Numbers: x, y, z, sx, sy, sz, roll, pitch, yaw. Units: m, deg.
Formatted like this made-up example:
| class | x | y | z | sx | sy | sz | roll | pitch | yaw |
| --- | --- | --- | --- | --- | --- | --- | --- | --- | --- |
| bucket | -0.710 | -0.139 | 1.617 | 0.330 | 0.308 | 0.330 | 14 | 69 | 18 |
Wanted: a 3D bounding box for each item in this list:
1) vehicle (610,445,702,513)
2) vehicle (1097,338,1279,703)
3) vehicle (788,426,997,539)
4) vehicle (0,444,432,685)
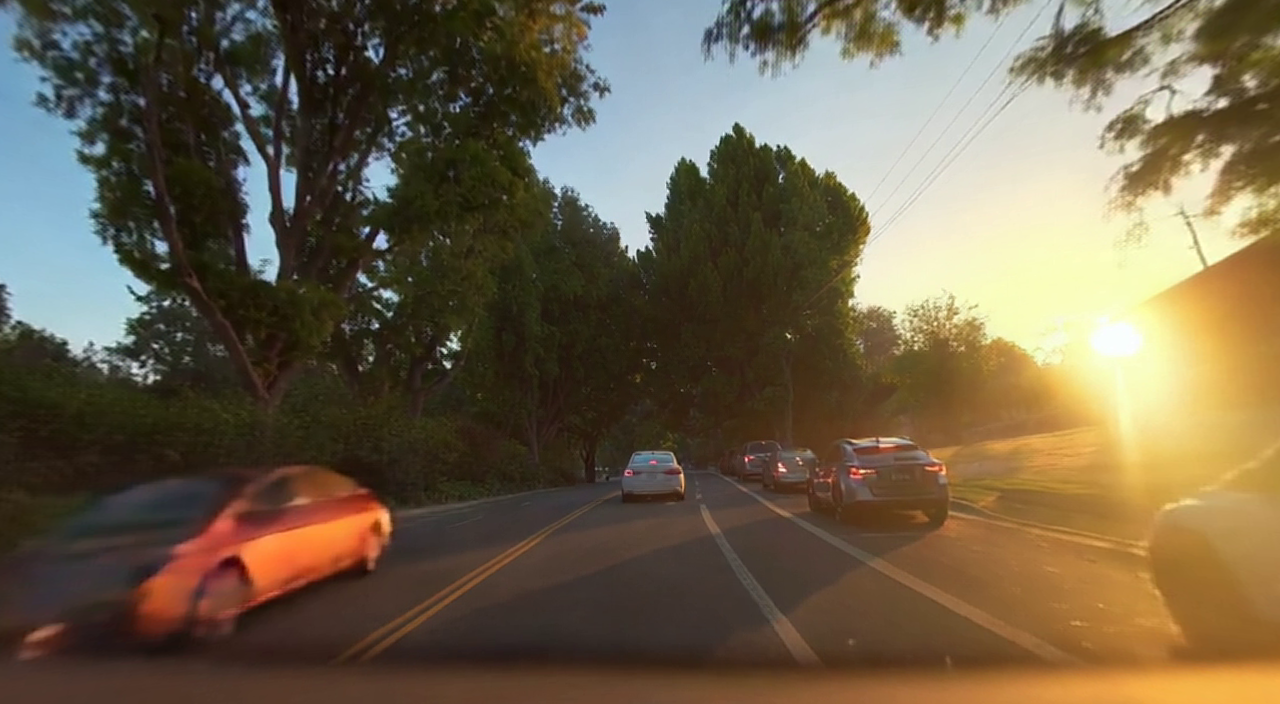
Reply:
| class | x | y | z | sx | sy | sz | roll | pitch | yaw |
| --- | --- | --- | --- | --- | --- | --- | --- | --- | --- |
| vehicle | 0.438 | 3.196 | 16.450 | 2.078 | 1.521 | 4.058 | -1 | -8 | 2 |
| vehicle | 4.095 | 0.650 | 1.866 | 1.968 | 1.783 | 4.826 | -1 | -8 | 2 |
| vehicle | 4.242 | 2.249 | 11.585 | 1.957 | 1.629 | 4.609 | 0 | -8 | 0 |
| vehicle | -3.923 | 1.642 | 6.217 | 2.087 | 1.449 | 4.575 | 0 | -8 | 1 |
